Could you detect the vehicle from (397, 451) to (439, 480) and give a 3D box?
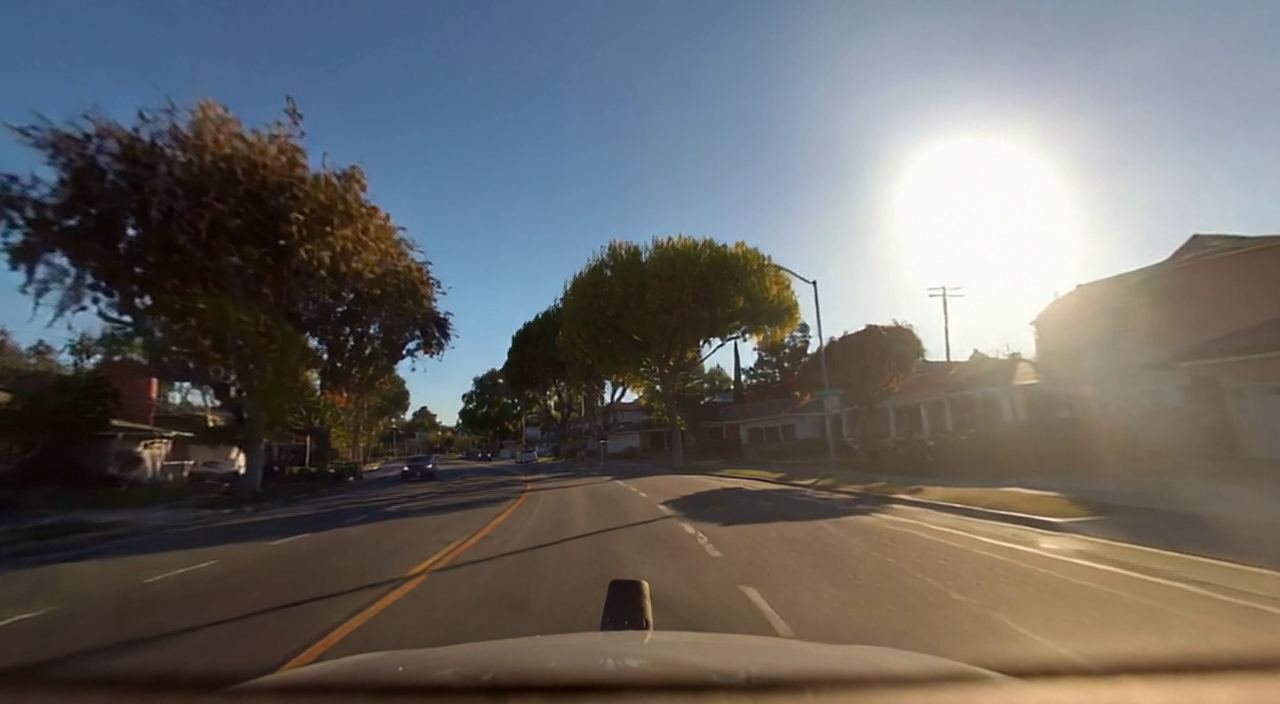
[{"bbox_3d":[-13.966,7.129,39.865,2.125,1.592,4.616,2,-9,-16],"label":"vehicle"}]
